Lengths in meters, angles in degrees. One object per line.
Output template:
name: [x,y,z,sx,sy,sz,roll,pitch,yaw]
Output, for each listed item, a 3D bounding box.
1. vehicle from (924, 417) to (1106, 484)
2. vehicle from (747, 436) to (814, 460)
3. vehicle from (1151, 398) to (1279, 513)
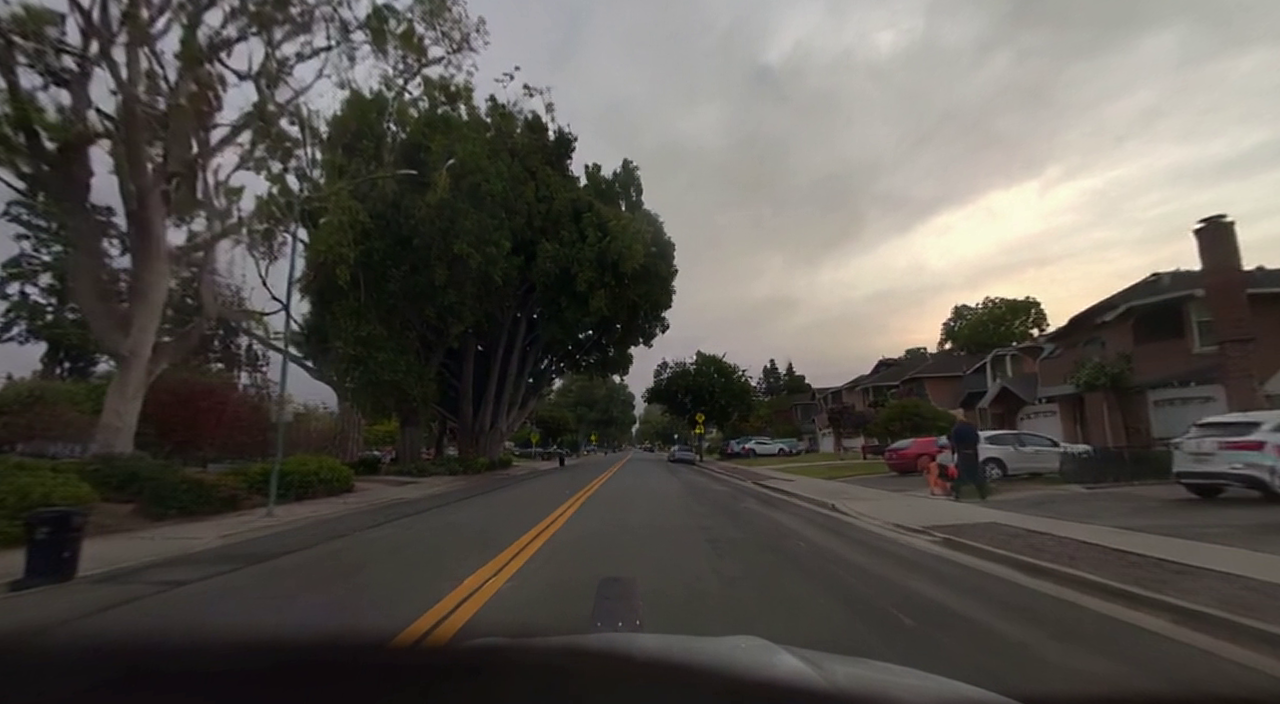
vehicle: [10.581,2.803,18.051,3.933,1.645,1.832,-2,-9,-2]
vehicle: [11.074,7.608,49.943,4.750,1.658,1.902,-2,-10,0]
vehicle: [11.091,1.649,10.248,3.873,1.675,1.913,0,-9,-1]
